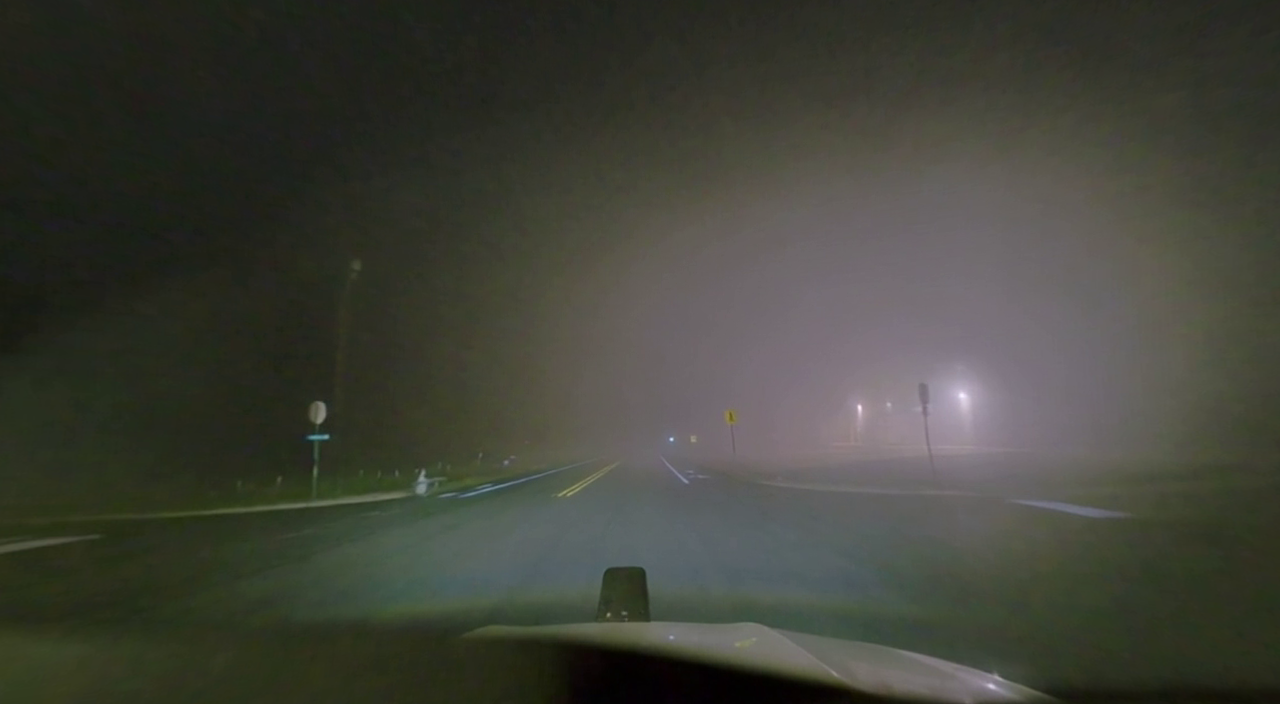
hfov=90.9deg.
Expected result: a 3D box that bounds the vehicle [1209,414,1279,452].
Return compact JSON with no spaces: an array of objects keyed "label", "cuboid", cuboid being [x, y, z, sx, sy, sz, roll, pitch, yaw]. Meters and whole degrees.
[{"label":"vehicle","cuboid":[26.730,3.554,27.322,1.802,1.479,4.911,-4,-10,28]}]
